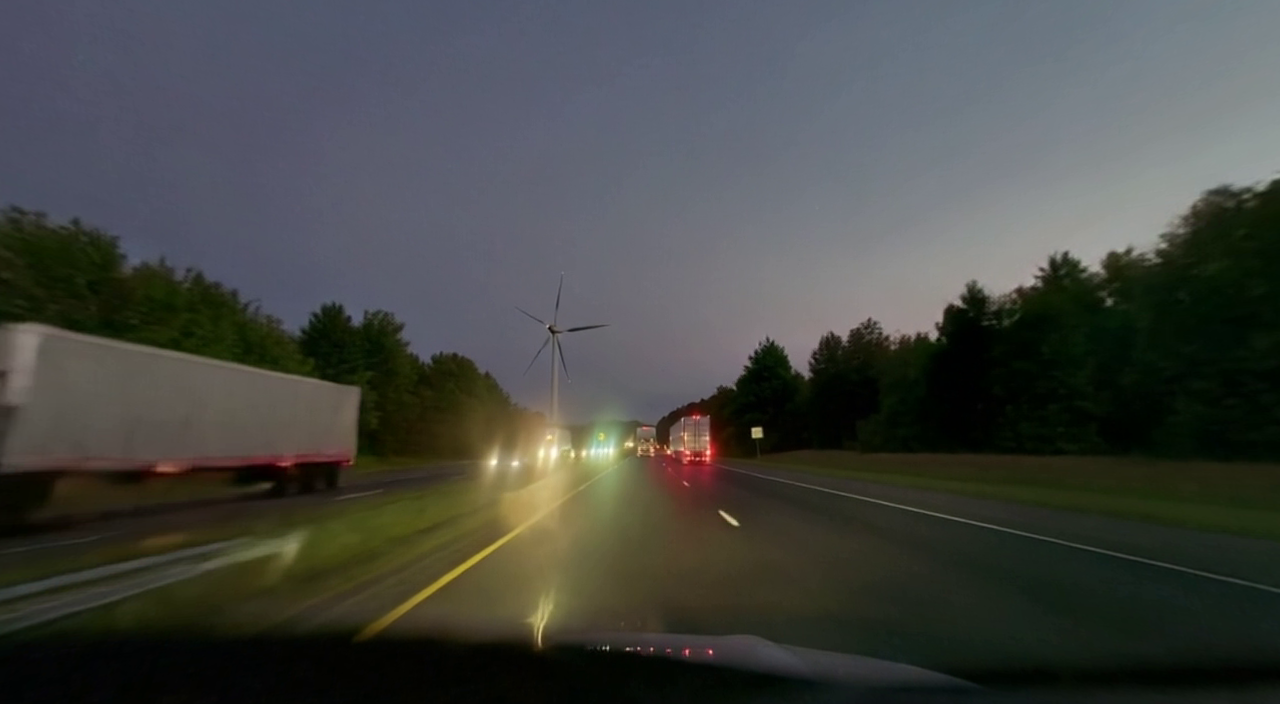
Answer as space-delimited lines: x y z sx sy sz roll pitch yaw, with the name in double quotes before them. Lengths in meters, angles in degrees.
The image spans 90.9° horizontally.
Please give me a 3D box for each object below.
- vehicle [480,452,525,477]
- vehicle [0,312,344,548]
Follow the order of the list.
"vehicle" -8.675 7.098 40.063 1.978 1.498 3.712 0 -9 1
"vehicle" -12.640 2.231 16.471 2.861 4.092 14.124 0 -9 0
